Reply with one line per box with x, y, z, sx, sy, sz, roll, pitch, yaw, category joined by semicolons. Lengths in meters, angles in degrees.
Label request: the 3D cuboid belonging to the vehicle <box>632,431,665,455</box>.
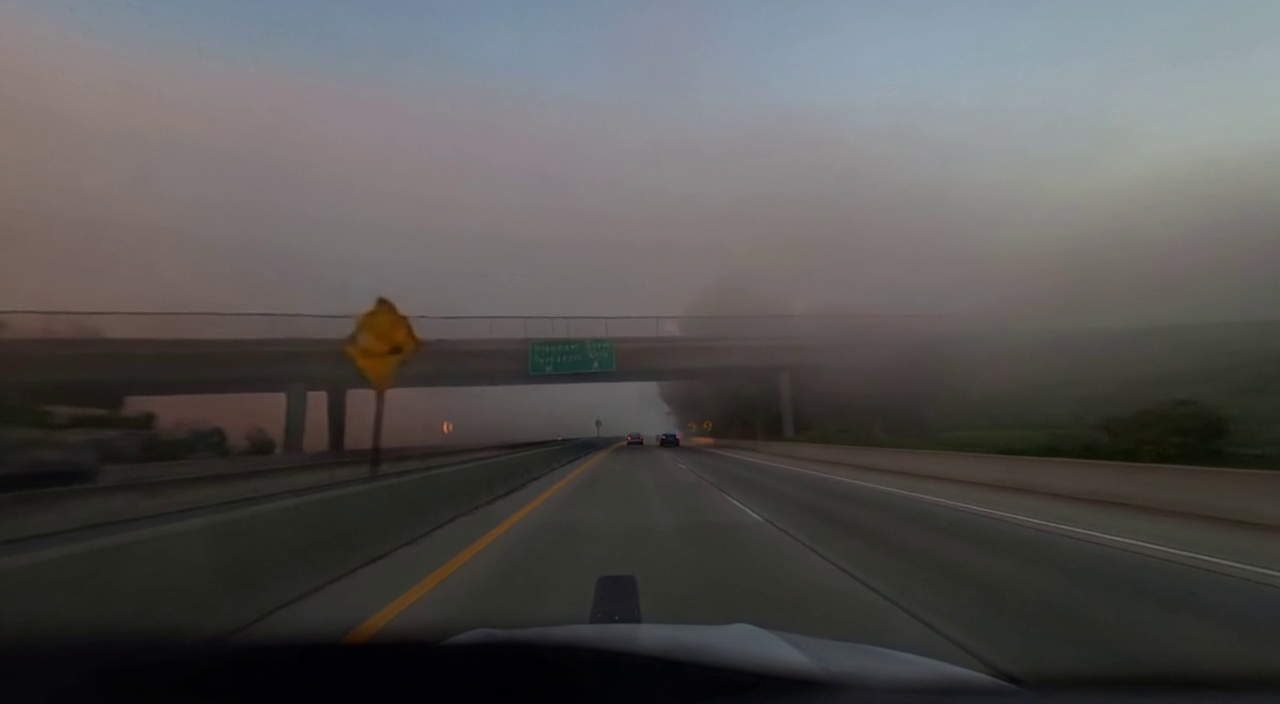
0.533;6.056;42.024;1.981;1.490;3.449;0;-8;-2;vehicle
